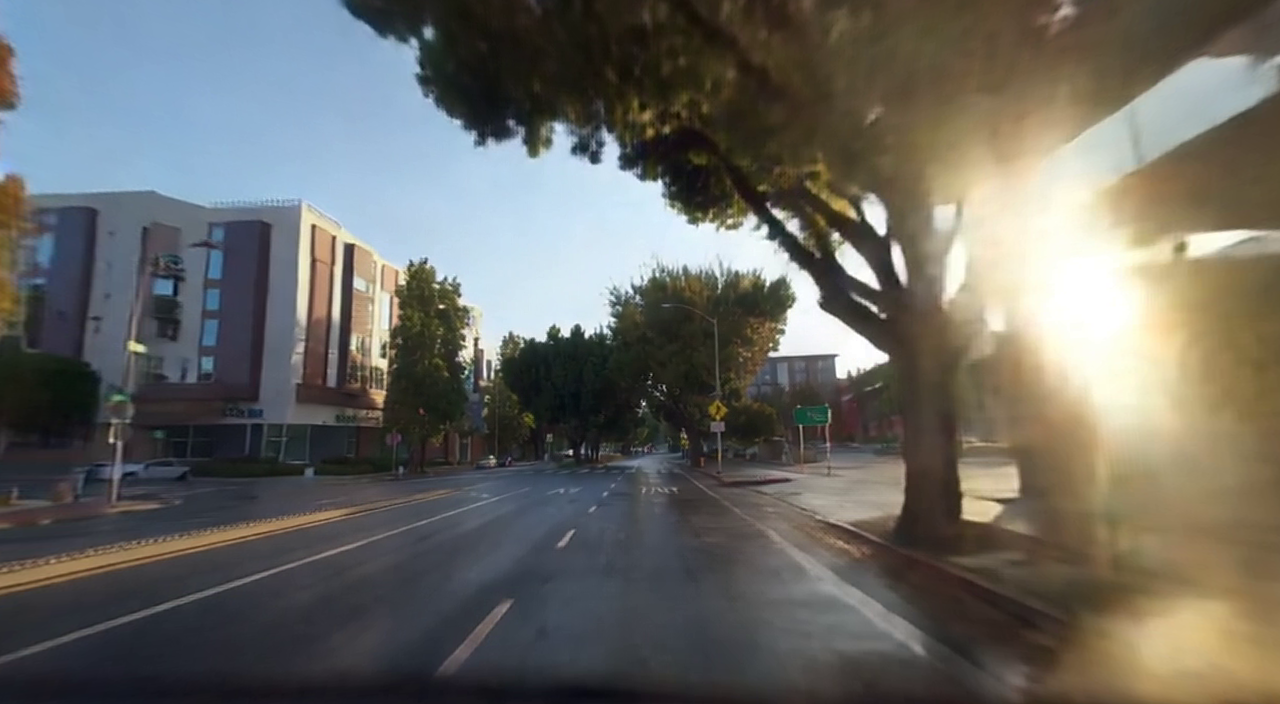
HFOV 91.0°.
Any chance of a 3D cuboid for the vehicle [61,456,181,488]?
[{"bbox_3d":[-29.235,6.773,35.605,4.899,1.535,1.926,-1,-10,-6],"label":"vehicle"}]
